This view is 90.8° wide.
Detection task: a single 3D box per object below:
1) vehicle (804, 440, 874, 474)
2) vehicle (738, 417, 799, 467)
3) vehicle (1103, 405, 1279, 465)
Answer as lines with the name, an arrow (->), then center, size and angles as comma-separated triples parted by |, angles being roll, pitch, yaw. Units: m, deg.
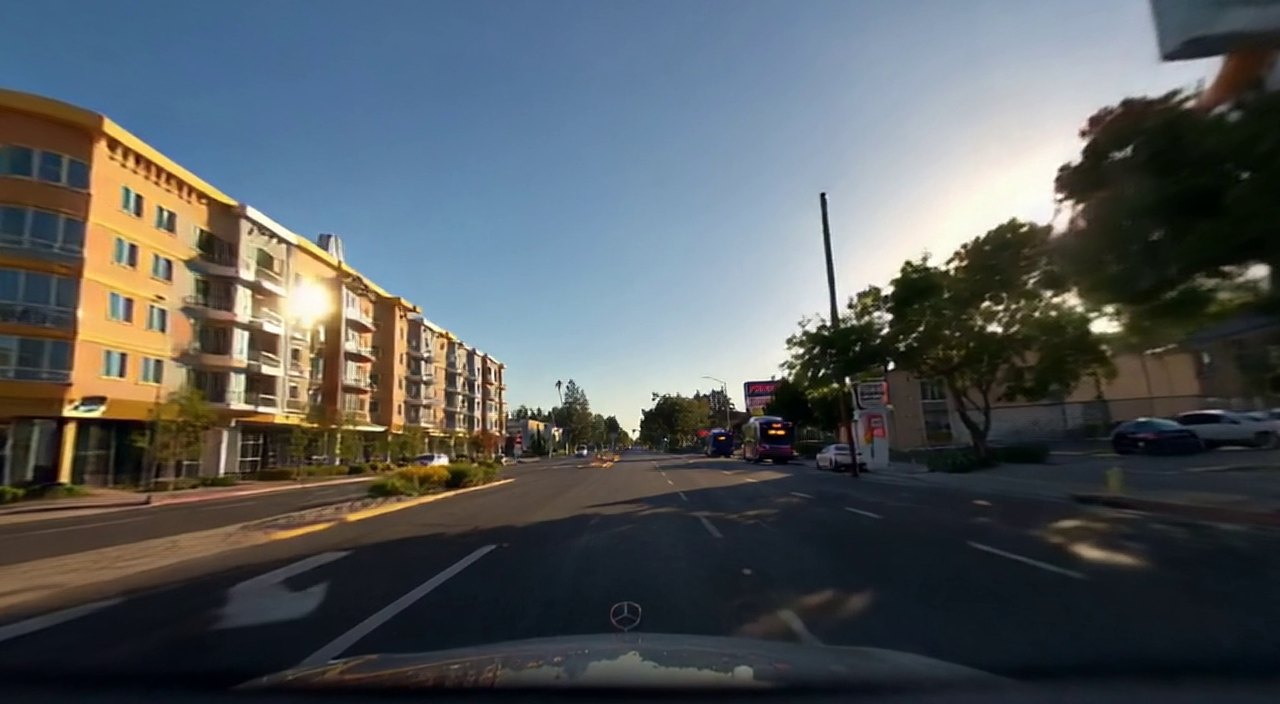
vehicle -> 10.265, 5.449, 32.953 | 2.085, 1.630, 4.403 | 0, -9, -1
vehicle -> 9.920, 7.138, 49.763 | 2.897, 3.584, 7.857 | 0, -9, -2
vehicle -> 23.283, 3.500, 26.582 | 2.529, 2.138, 6.511 | -1, -8, -1
